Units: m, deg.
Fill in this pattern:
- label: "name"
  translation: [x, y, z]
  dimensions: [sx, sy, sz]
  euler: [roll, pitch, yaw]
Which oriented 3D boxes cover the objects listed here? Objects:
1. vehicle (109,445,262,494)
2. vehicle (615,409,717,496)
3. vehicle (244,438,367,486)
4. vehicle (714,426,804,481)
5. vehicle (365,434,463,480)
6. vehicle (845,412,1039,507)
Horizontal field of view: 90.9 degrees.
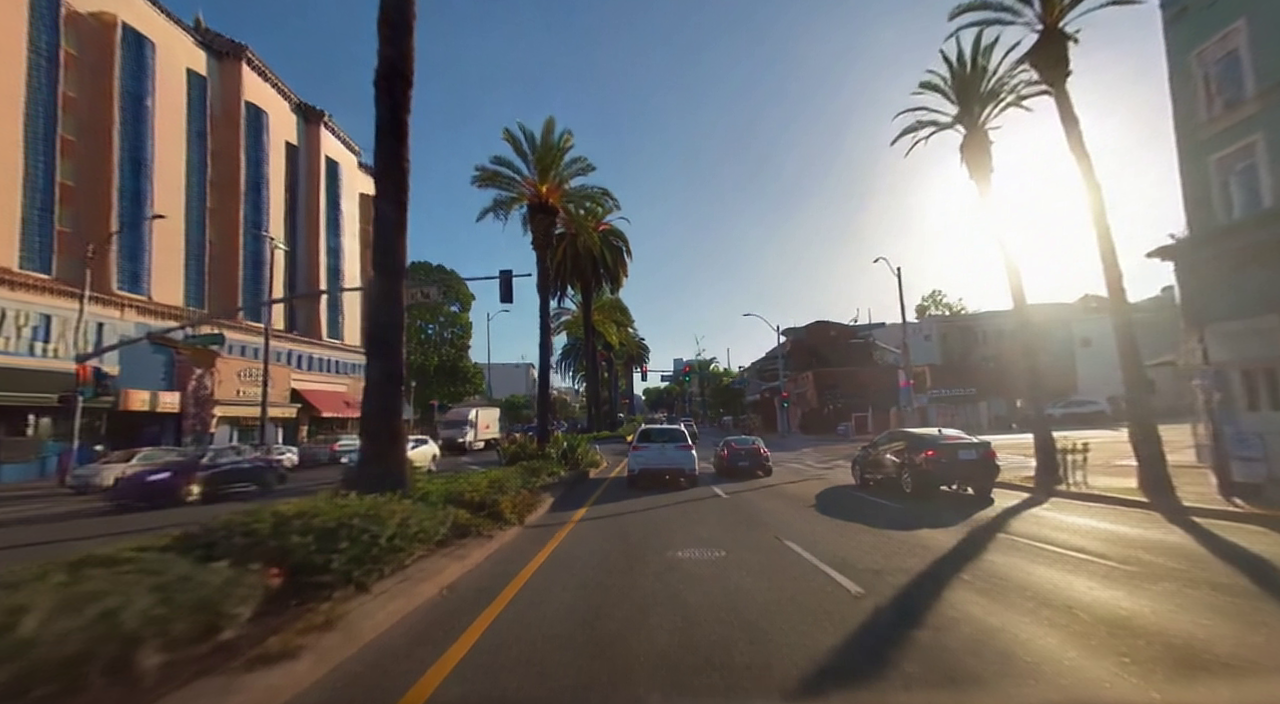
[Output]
- label: "vehicle"
  translation: [-15.192, 3.906, 21.450]
  dimensions: [1.858, 1.465, 4.368]
  euler: [0, -8, 1]
- label: "vehicle"
  translation: [0.677, 2.850, 18.220]
  dimensions: [2.487, 2.115, 5.444]
  euler: [0, -8, 1]
- label: "vehicle"
  translation: [-11.489, 3.779, 22.019]
  dimensions: [2.011, 1.520, 3.902]
  euler: [0, -8, 2]
- label: "vehicle"
  translation: [4.057, 3.575, 22.462]
  dimensions: [2.283, 1.738, 4.916]
  euler: [0, -8, 0]
- label: "vehicle"
  translation: [-8.194, 3.843, 23.314]
  dimensions: [1.937, 1.530, 4.107]
  euler: [0, -8, 2]
- label: "vehicle"
  translation: [7.200, 2.632, 15.927]
  dimensions: [2.215, 1.973, 5.323]
  euler: [0, -8, 0]
